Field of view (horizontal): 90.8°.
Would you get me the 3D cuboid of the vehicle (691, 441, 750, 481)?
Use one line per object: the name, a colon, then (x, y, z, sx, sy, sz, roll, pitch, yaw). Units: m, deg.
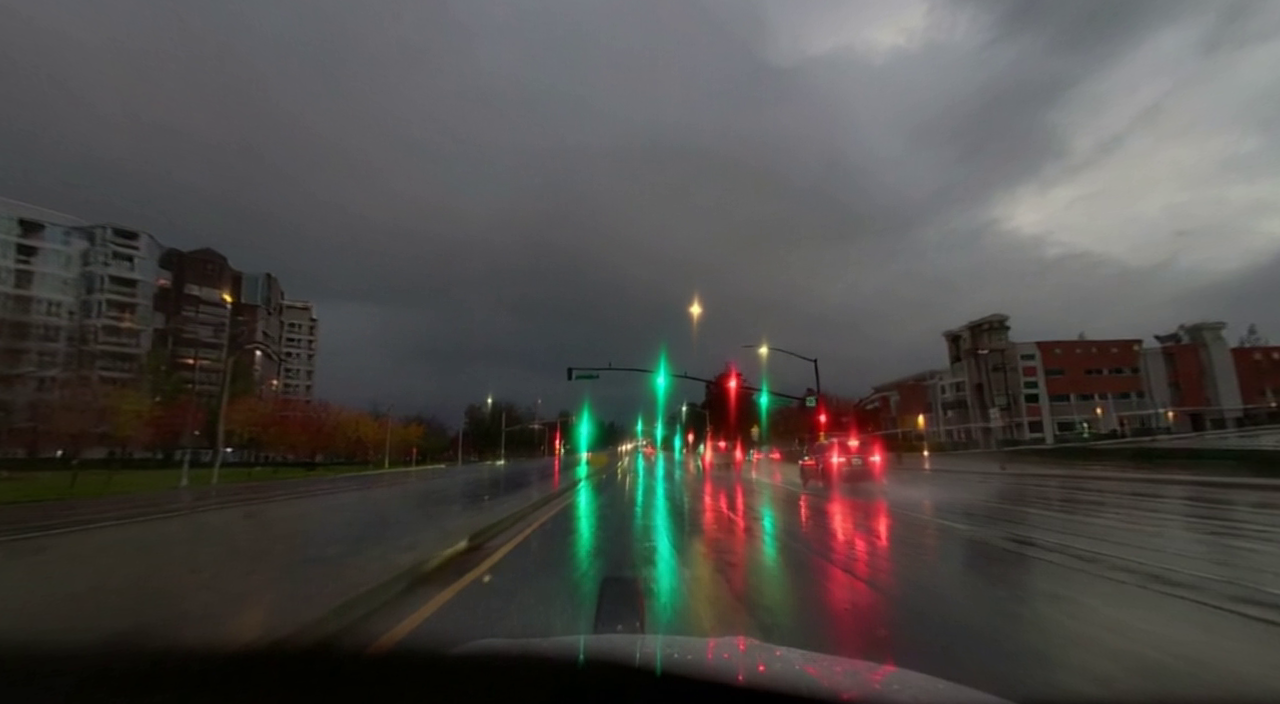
vehicle: (3.367, 4.653, 27.199, 1.917, 1.538, 4.259, 0, -9, -1)

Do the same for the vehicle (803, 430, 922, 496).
vehicle: (6.679, 3.390, 19.624, 1.946, 1.773, 4.641, 0, -9, -1)
